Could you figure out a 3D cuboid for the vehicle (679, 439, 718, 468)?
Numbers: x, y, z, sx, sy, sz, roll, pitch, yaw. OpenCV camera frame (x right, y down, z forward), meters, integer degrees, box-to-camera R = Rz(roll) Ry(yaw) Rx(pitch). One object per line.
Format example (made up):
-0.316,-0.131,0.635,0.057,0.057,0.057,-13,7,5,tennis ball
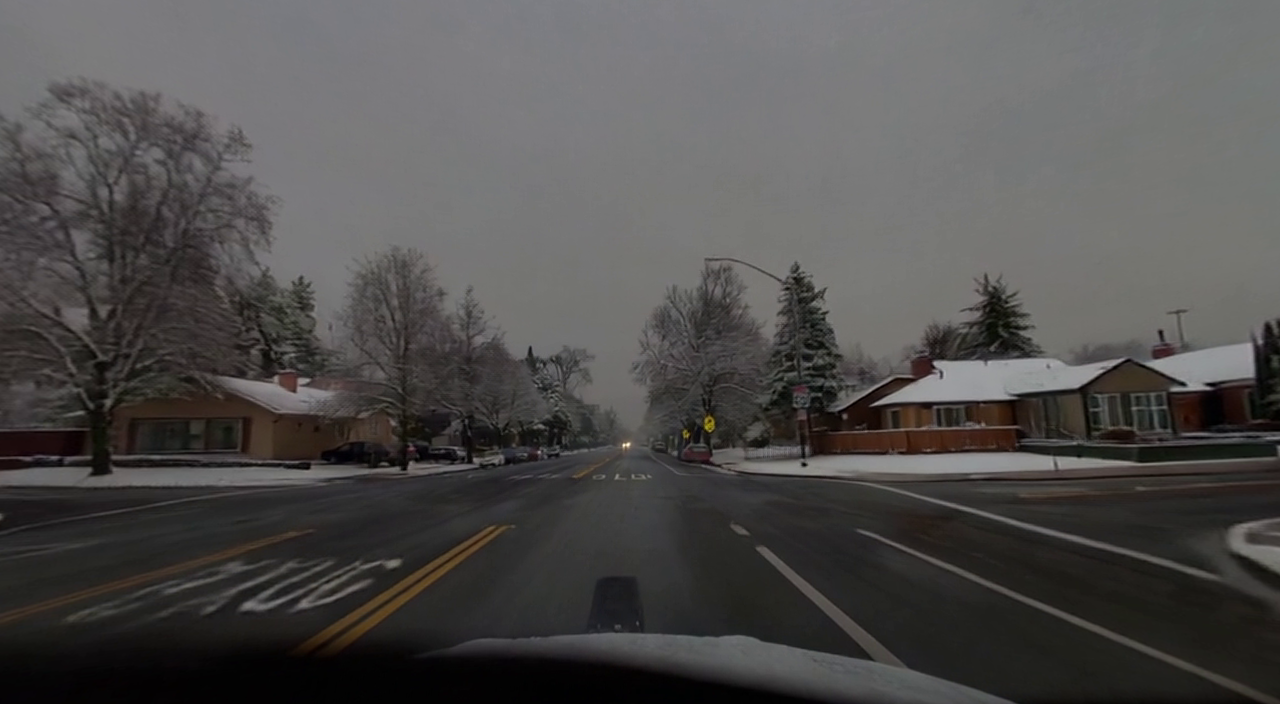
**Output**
3.783,6.670,41.658,2.027,1.751,4.433,0,-9,-2,vehicle

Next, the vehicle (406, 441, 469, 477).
-12.183,6.468,38.497,2.199,1.988,5.454,0,-9,-2,vehicle

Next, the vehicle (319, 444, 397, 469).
-19.465,7.232,43.774,4.450,1.677,2.027,0,-9,-3,vehicle
